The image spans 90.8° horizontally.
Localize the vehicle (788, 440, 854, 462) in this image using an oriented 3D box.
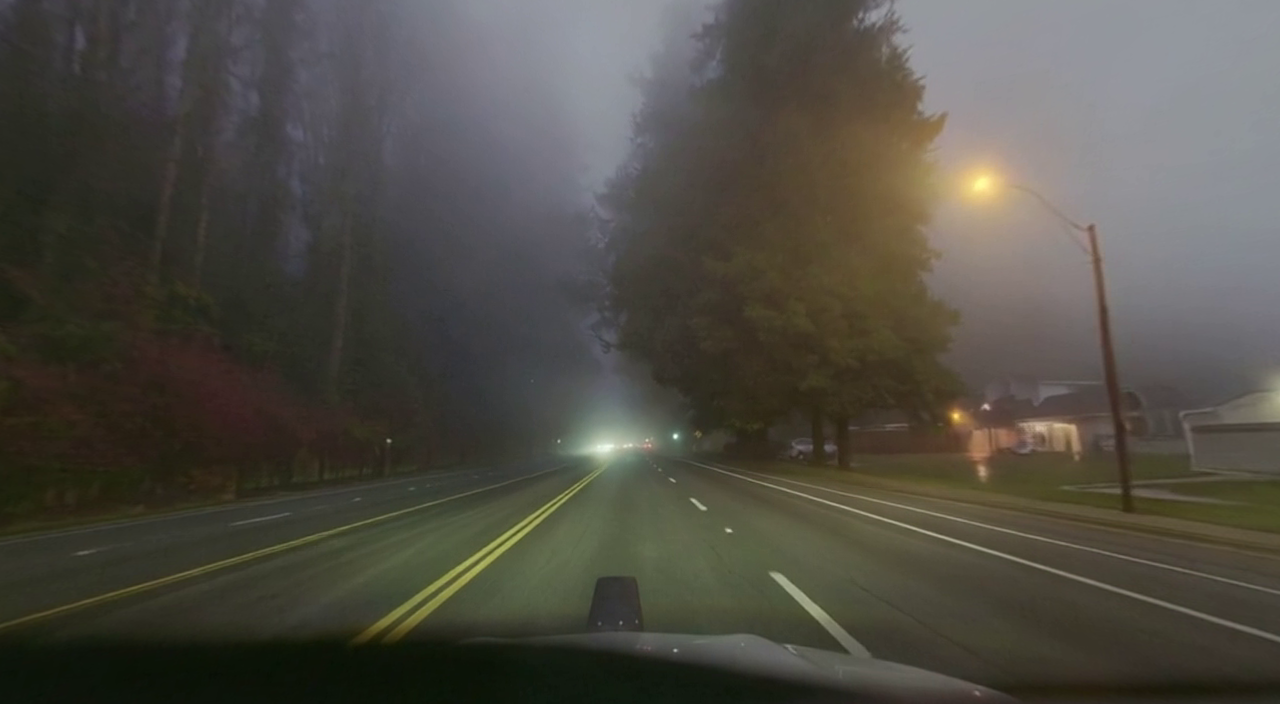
[{"bbox_3d":[14.076,7.725,49.247,4.513,1.619,1.905,1,-9,-8],"label":"vehicle"}]
